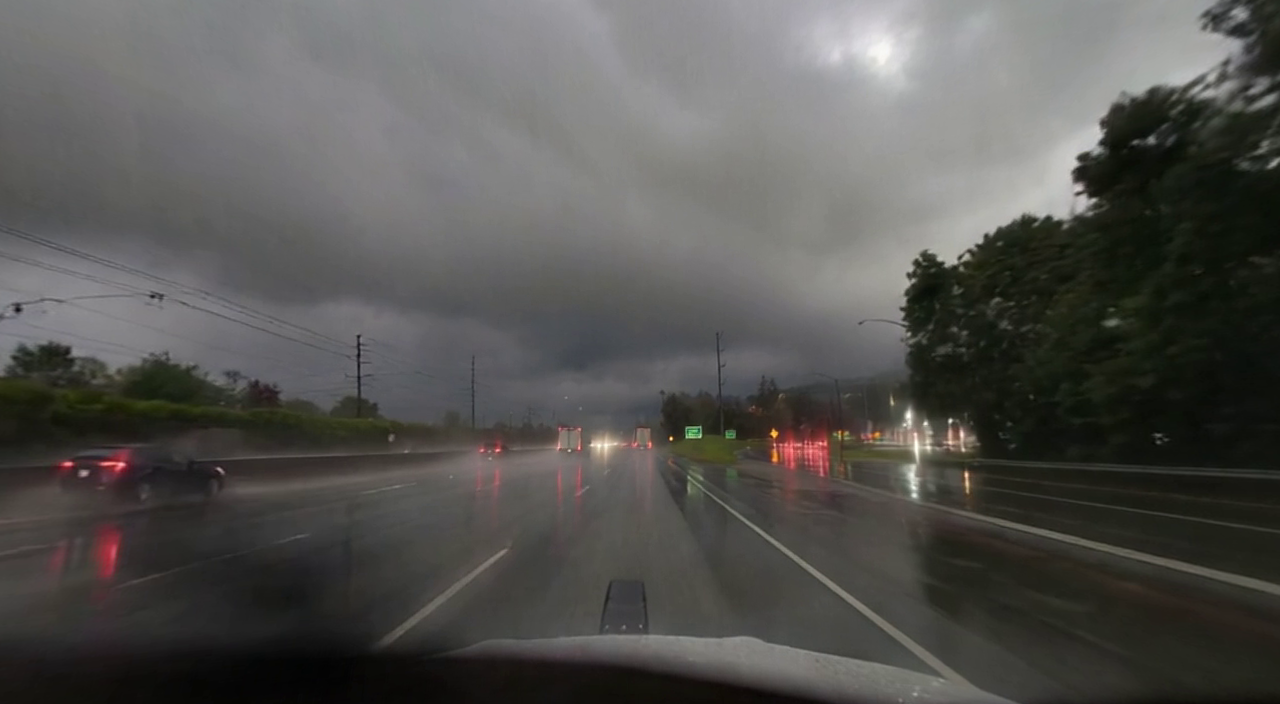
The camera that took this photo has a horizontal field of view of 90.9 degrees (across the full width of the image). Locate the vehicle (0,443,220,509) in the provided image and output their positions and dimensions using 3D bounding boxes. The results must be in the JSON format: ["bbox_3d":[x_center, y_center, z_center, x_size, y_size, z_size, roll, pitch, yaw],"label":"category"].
[{"bbox_3d":[-13.616,3.141,16.602,1.988,1.477,4.442,0,-8,1],"label":"vehicle"}]
